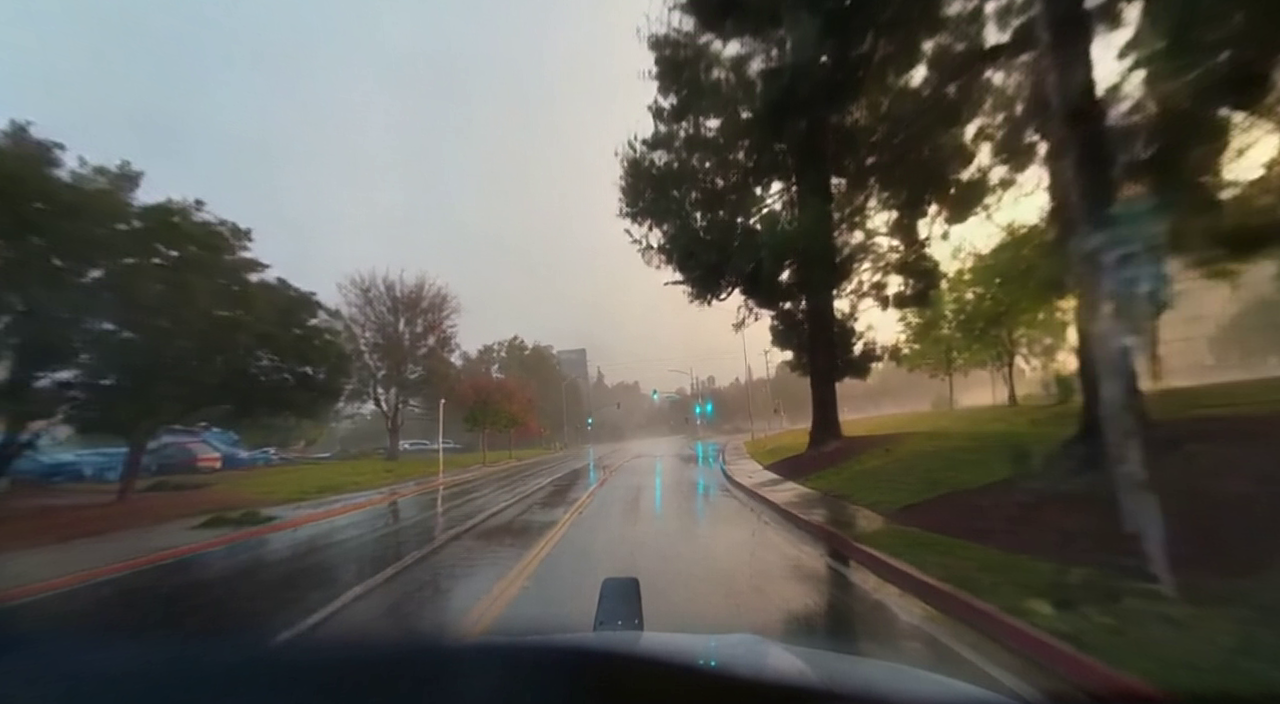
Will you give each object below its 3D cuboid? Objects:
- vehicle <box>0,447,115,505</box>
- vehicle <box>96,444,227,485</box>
[{"bbox_3d":[-19.550,3.892,19.894,4.342,1.651,1.966,6,-10,-38],"label":"vehicle"},{"bbox_3d":[-20.074,4.657,26.463,4.187,1.510,1.857,6,-11,-40],"label":"vehicle"}]
